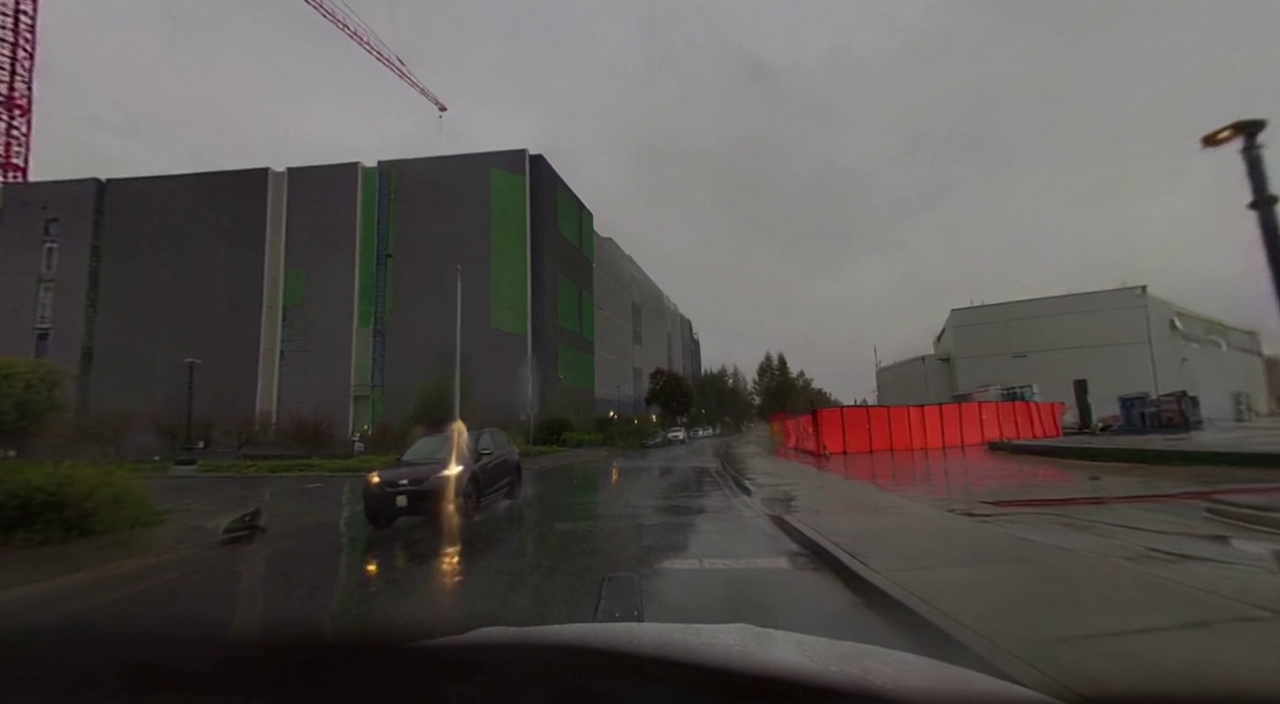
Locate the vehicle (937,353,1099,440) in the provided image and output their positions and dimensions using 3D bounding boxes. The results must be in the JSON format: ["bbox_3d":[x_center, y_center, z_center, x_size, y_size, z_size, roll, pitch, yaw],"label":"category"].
[{"bbox_3d":[19.103,2.596,32.913,3.031,3.863,9.734,-1,-7,5],"label":"vehicle"}]

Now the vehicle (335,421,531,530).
[{"bbox_3d":[-3.575,2.174,11.846,1.967,1.646,4.192,-1,-7,5],"label":"vehicle"}]
